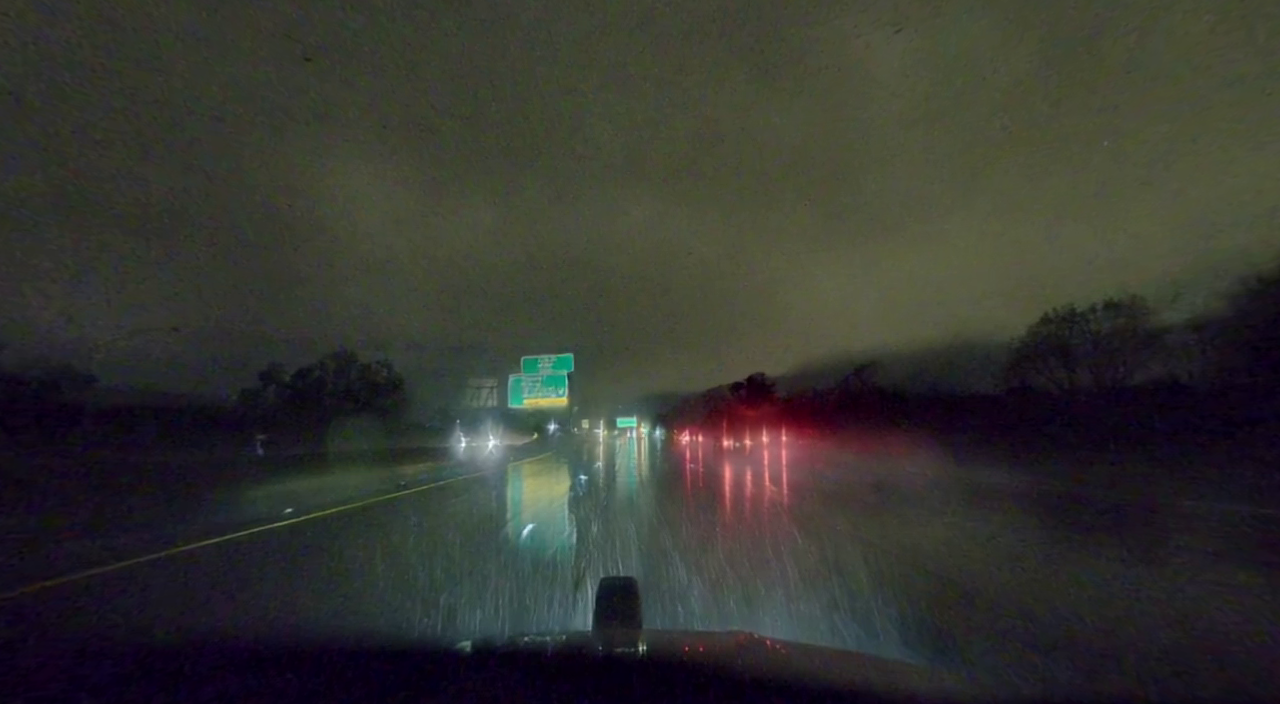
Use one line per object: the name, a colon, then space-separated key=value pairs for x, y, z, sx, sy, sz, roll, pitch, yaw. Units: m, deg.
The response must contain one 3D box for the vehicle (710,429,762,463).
vehicle: x=4.613 y=4.560 z=30.710 sx=1.802 sy=1.492 sz=3.804 roll=0 pitch=-8 yaw=-2
